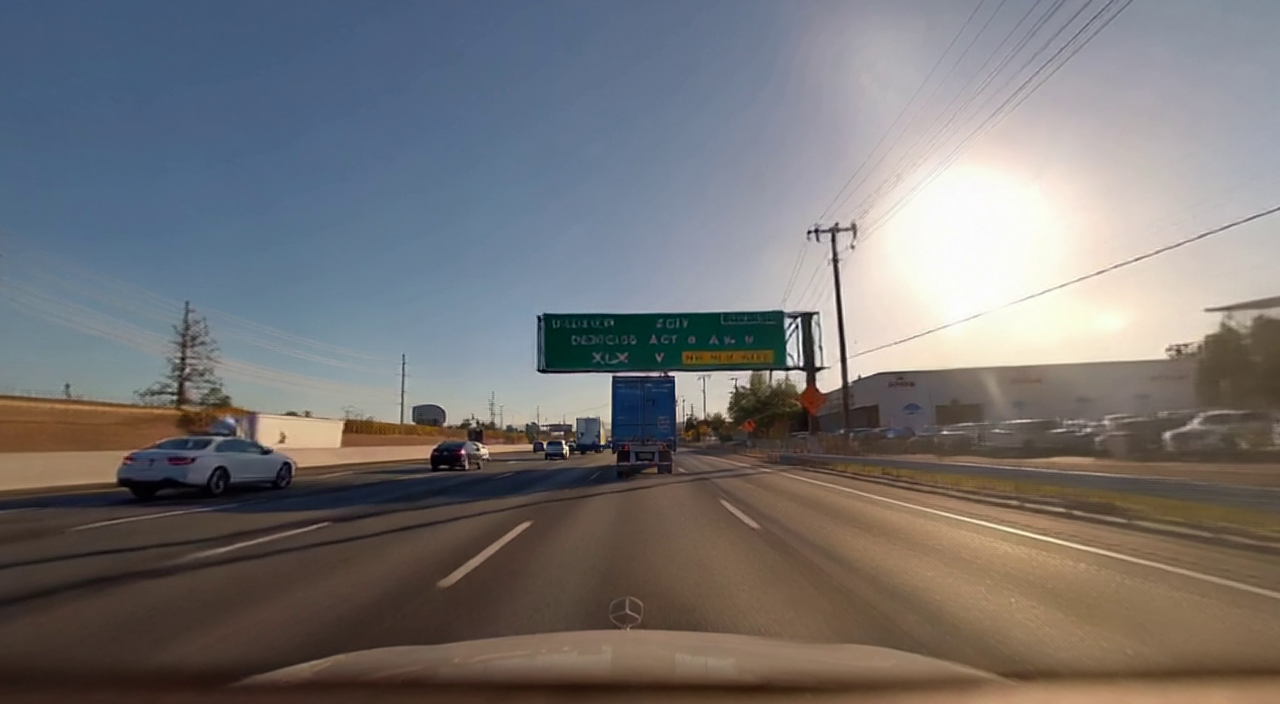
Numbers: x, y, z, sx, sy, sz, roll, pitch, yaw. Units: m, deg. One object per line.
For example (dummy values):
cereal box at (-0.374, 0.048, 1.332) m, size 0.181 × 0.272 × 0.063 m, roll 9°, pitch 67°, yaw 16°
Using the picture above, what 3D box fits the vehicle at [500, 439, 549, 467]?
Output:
vehicle at (-6.567, 5.807, 36.348) m, size 1.933 × 1.459 × 4.478 m, roll 0°, pitch -9°, yaw 0°

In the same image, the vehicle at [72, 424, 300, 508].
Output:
vehicle at (-10.928, 2.779, 15.790) m, size 2.046 × 1.779 × 4.752 m, roll 0°, pitch -9°, yaw 2°

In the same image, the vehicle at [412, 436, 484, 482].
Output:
vehicle at (-7.021, 3.912, 23.288) m, size 1.736 × 1.580 × 2.778 m, roll 0°, pitch -9°, yaw 0°

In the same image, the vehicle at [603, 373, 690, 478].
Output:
vehicle at (0.124, 3.247, 26.626) m, size 2.941 × 3.604 × 9.851 m, roll 0°, pitch -9°, yaw -1°
